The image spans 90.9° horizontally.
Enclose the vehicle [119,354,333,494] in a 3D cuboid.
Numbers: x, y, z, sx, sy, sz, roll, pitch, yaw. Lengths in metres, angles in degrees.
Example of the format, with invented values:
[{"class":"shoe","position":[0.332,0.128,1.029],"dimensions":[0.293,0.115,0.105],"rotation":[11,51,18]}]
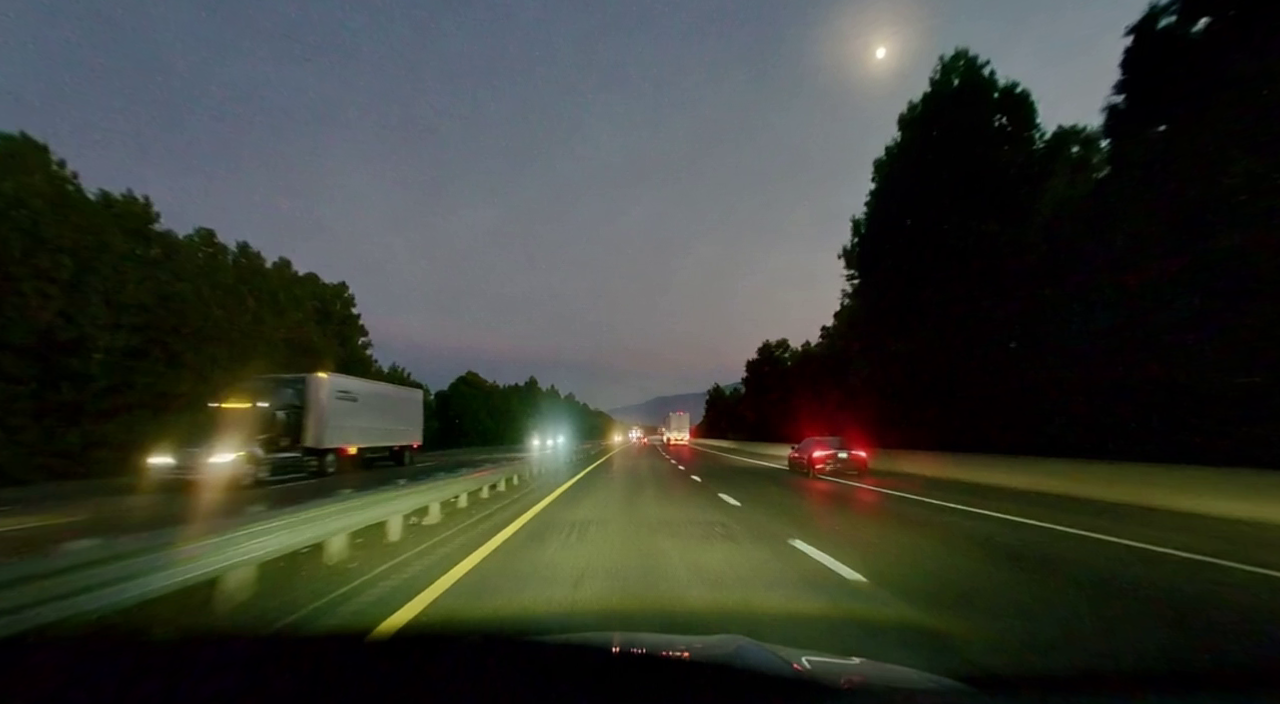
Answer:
[{"class":"vehicle","position":[-13.247,2.418,20.955],"dimensions":[3.019,3.999,5.761],"rotation":[0,-8,0]}]
